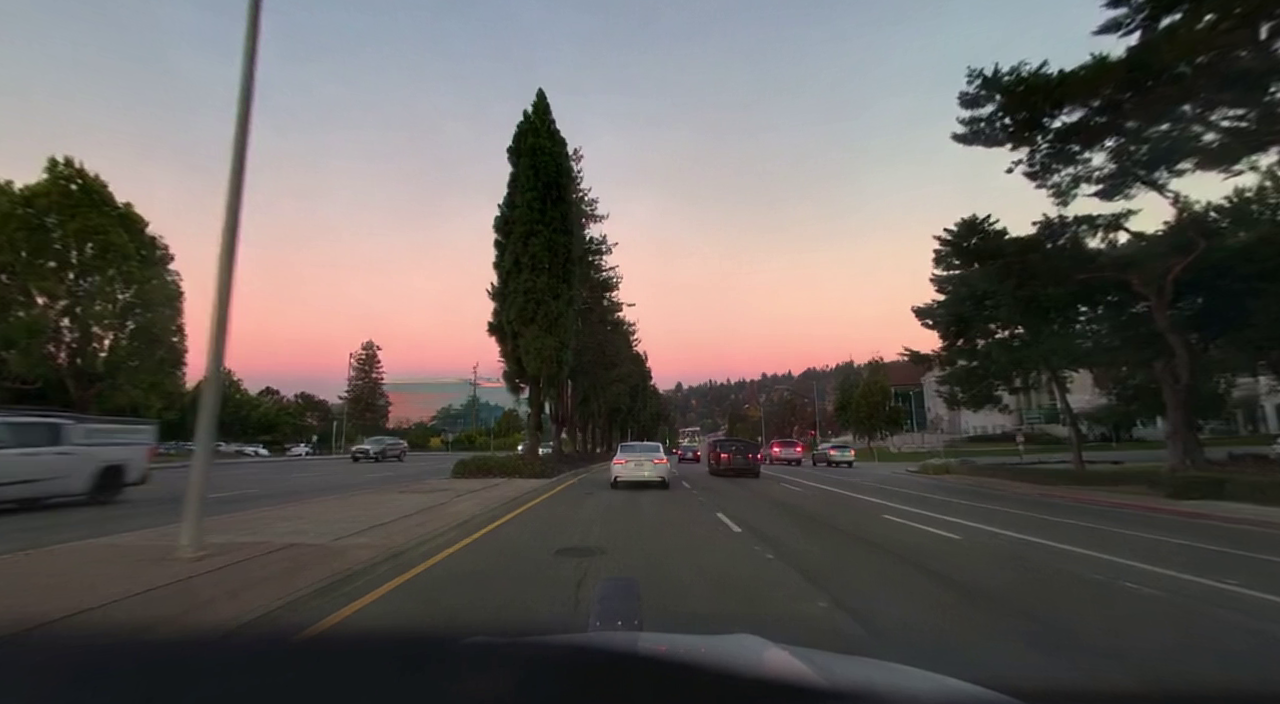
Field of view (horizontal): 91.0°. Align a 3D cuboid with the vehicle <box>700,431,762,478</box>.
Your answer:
[{"bbox_3d":[3.709,4.283,26.513,1.976,1.796,4.159,0,-9,0],"label":"vehicle"}]

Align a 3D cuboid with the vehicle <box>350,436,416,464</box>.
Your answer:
[{"bbox_3d":[-15.607,5.993,38.541,1.885,1.553,4.828,-1,-8,1],"label":"vehicle"}]

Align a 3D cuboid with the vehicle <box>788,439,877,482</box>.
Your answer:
[{"bbox_3d":[7.247,4.115,24.172,1.928,1.488,4.361,0,-9,-1],"label":"vehicle"}]

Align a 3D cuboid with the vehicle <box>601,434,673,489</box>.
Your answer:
[{"bbox_3d":[-0.102,3.581,20.953,2.145,1.603,4.369,0,-8,0],"label":"vehicle"}]

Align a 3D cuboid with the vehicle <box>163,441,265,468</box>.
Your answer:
[{"bbox_3d":[-24.561,5.930,36.426,4.381,1.490,1.941,2,-9,-11],"label":"vehicle"}]

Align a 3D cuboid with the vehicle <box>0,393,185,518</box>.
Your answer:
[{"bbox_3d":[-8.987,1.443,8.871,1.951,1.539,4.244,0,-9,0],"label":"vehicle"}]
